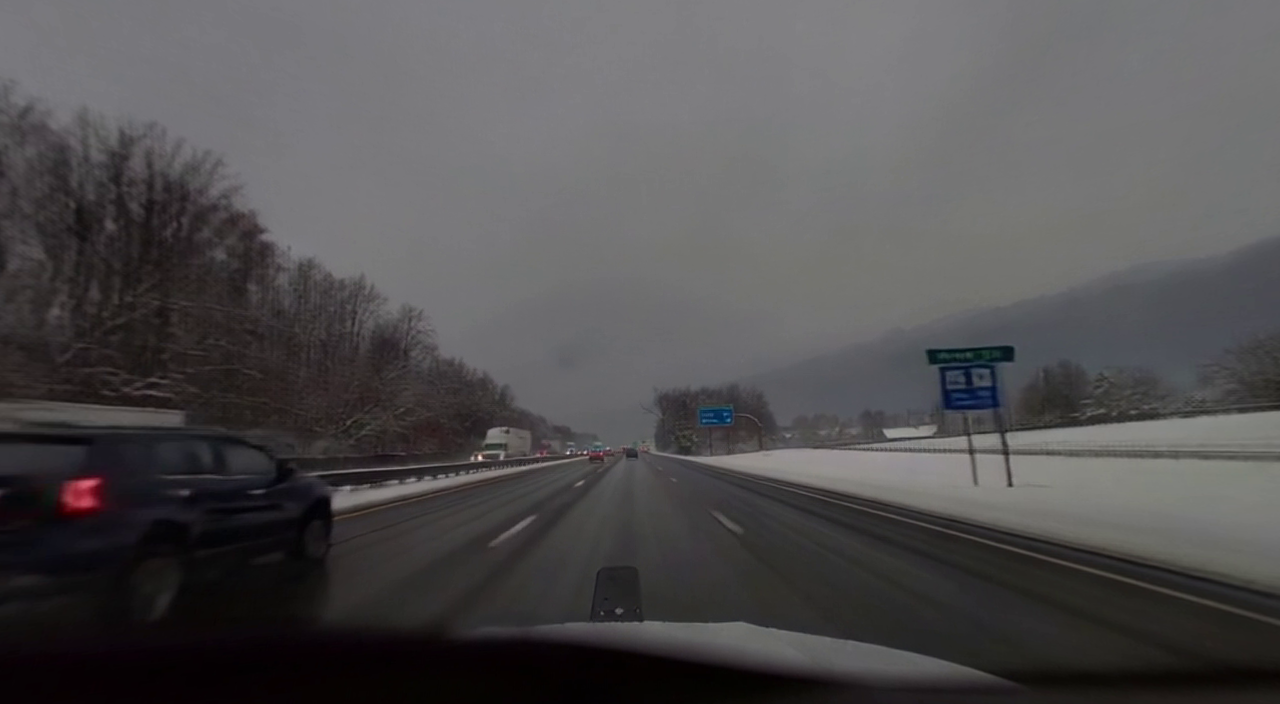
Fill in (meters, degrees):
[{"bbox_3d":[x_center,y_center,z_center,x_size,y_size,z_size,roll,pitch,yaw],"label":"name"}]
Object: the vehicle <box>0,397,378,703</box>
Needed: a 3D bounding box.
[{"bbox_3d":[-3.954,1.254,4.436,2.153,1.577,4.707,0,-9,0],"label":"vehicle"}]
